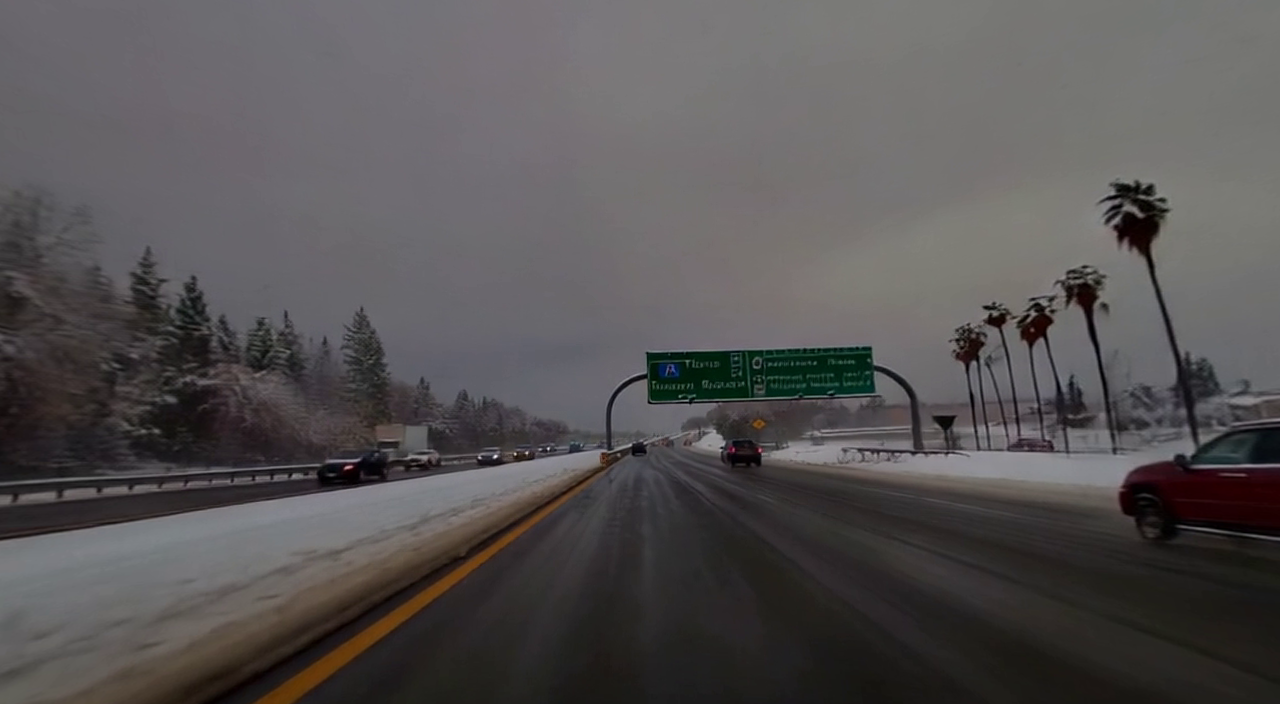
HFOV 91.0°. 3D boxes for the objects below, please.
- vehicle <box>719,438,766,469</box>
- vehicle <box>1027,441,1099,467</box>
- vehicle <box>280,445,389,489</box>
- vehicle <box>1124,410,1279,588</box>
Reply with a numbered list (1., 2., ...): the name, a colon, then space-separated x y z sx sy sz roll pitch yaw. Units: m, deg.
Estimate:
1. vehicle: 5.916 5.901 36.642 2.035 1.704 3.867 0 -8 0
2. vehicle: 28.260 6.792 42.258 1.961 1.641 4.335 -1 -8 3
3. vehicle: -12.275 4.623 25.725 1.946 1.614 4.913 0 -8 0
4. vehicle: 6.845 1.287 5.374 1.902 1.623 4.360 0 -8 0
